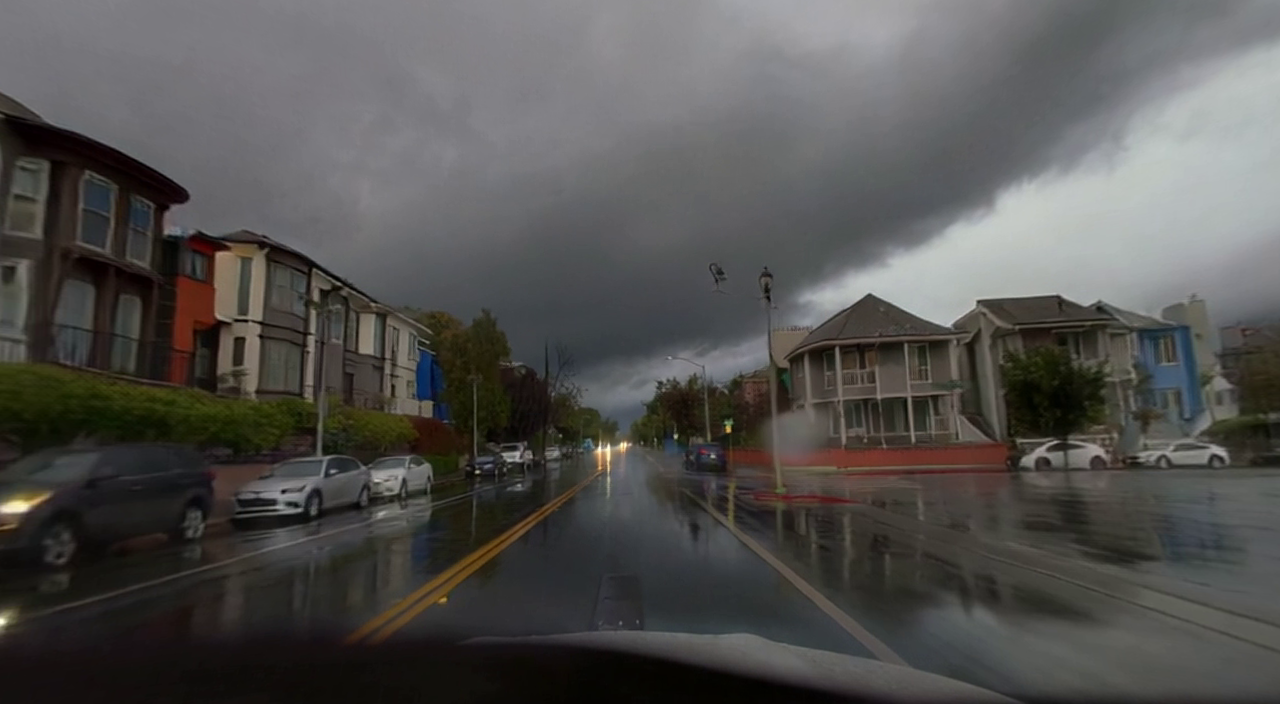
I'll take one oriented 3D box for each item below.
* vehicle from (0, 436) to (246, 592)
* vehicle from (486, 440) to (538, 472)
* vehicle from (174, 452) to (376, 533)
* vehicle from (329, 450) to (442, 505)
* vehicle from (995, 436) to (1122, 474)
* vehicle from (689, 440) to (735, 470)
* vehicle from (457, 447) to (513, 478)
[{"bbox_3d":[-8.041,2.133,9.133,1.919,1.698,4.328,-1,-9,-1],"label":"vehicle"},{"bbox_3d":[-7.883,6.492,39.456,2.283,1.853,4.903,-1,-9,-1],"label":"vehicle"},{"bbox_3d":[-8.071,3.104,14.641,1.970,1.480,4.616,-1,-9,-1],"label":"vehicle"},{"bbox_3d":[-7.988,3.941,20.341,1.836,1.474,4.565,-2,-8,-1],"label":"vehicle"},{"bbox_3d":[20.092,4.971,30.498,4.568,1.727,2.199,0,-9,-2],"label":"vehicle"},{"bbox_3d":[4.258,6.173,38.003,2.034,1.674,4.271,0,-9,-3],"label":"vehicle"},{"bbox_3d":[-8.135,5.814,33.496,1.967,1.517,4.360,0,-9,-1],"label":"vehicle"}]
